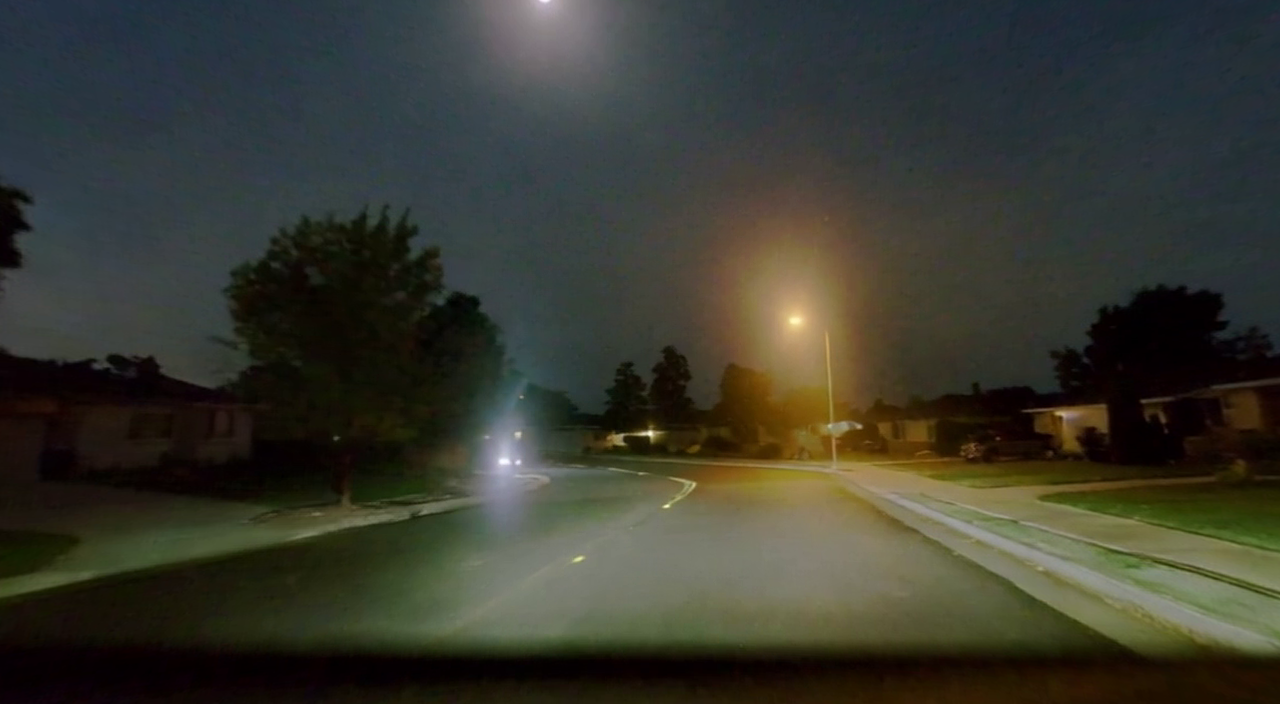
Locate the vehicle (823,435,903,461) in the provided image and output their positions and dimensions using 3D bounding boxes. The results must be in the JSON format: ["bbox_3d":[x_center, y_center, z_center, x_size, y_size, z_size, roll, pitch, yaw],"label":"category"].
[{"bbox_3d":[15.337,6.592,43.538,4.799,1.451,2.144,0,-8,-20],"label":"vehicle"}]

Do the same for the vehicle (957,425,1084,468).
[{"bbox_3d":[17.120,4.312,28.647,4.327,1.573,1.967,-6,-10,10],"label":"vehicle"}]
